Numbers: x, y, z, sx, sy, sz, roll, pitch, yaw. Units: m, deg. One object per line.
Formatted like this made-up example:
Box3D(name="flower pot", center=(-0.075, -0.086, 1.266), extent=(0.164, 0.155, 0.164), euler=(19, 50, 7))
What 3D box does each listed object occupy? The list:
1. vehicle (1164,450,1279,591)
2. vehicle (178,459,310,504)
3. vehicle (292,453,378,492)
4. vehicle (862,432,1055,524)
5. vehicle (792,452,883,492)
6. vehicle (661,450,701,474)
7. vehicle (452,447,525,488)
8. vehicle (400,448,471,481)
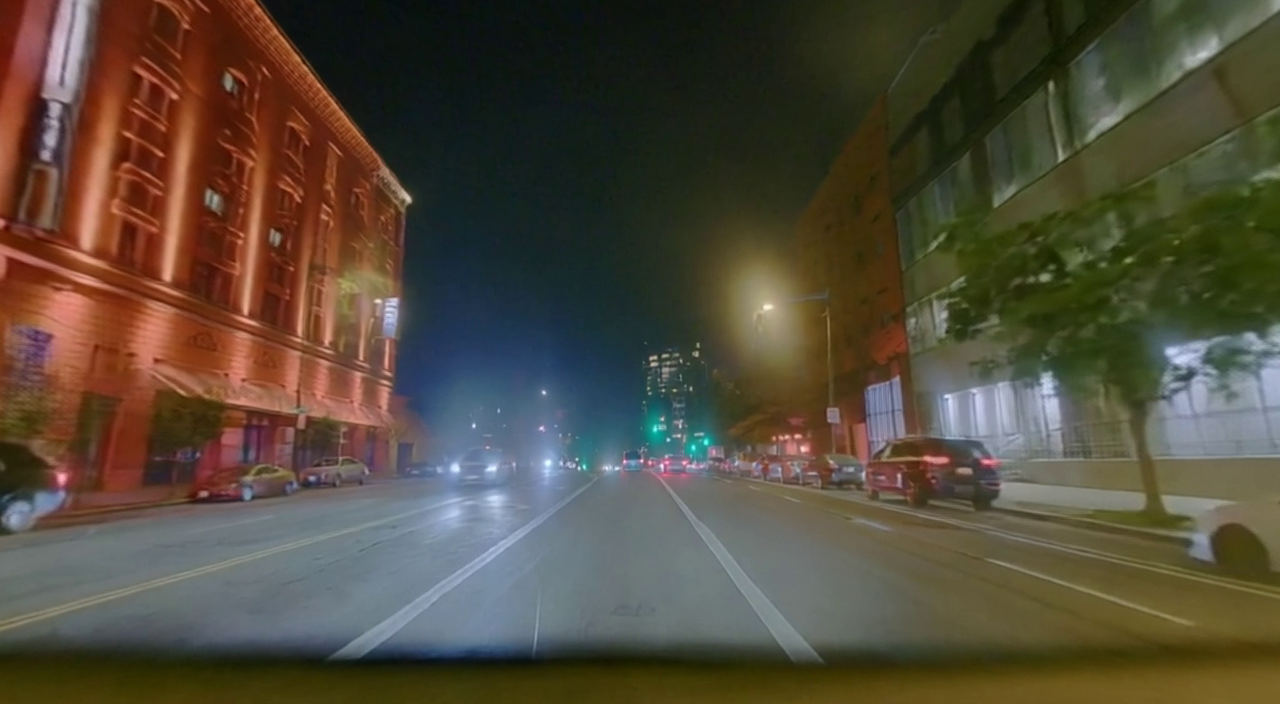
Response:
Box3D(name="vehicle", center=(7.889, 1.655, 5.883), extent=(2.018, 1.489, 4.620), euler=(-1, -9, 0))
Box3D(name="vehicle", center=(-14.997, 4.903, 24.313), extent=(1.953, 1.456, 4.690), euler=(0, -9, 2))
Box3D(name="vehicle", center=(-15.127, 5.965, 31.662), extent=(2.063, 1.735, 4.317), euler=(0, -9, 1))
Box3D(name="vehicle", center=(7.907, 3.180, 16.466), extent=(2.305, 1.984, 5.002), euler=(-1, -9, -1))
Box3D(name="vehicle", center=(7.865, 4.815, 25.706), extent=(2.030, 1.444, 4.832), euler=(0, -9, -2))
Box3D(name="vehicle", center=(2.692, 7.438, 42.831), extent=(2.238, 1.499, 4.964), euler=(0, -9, -1))
Box3D(name="vehicle", center=(-6.461, 4.962, 27.446), extent=(2.048, 1.615, 4.453), euler=(0, -9, 0))
Box3D(name="vehicle", center=(-14.725, 8.113, 45.981), extent=(2.822, 2.230, 6.145), euler=(0, -9, 3))
